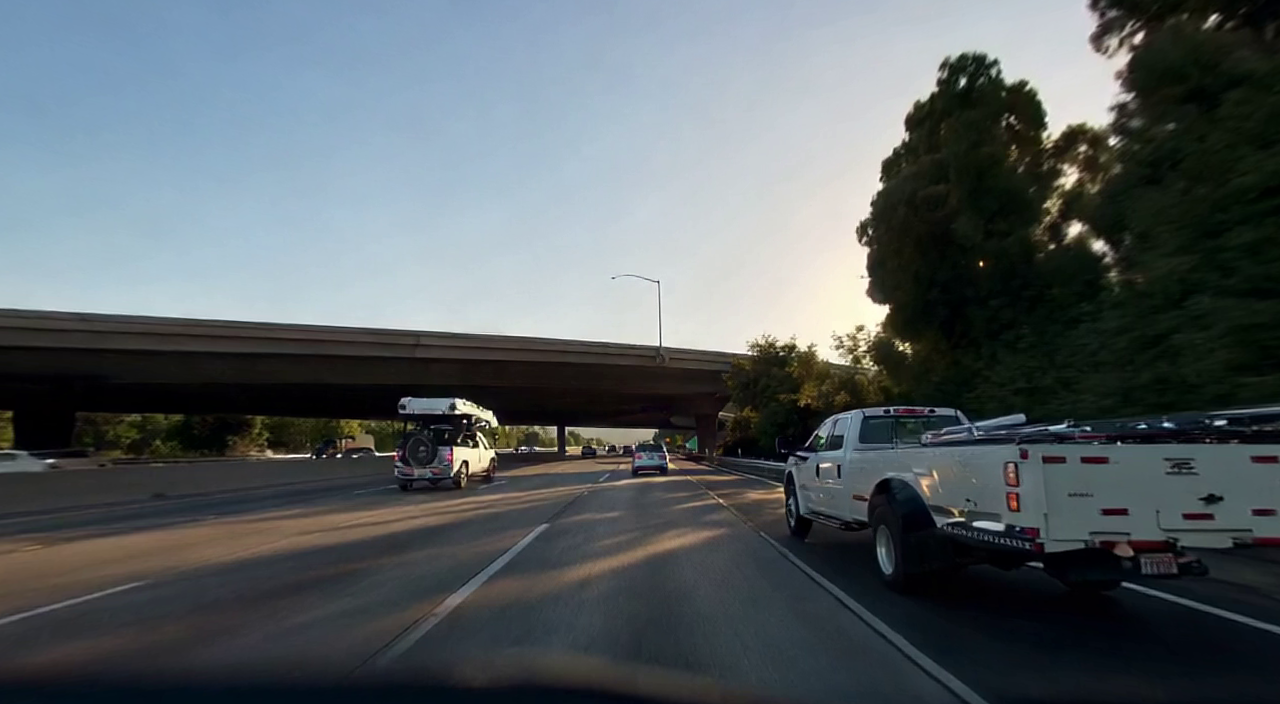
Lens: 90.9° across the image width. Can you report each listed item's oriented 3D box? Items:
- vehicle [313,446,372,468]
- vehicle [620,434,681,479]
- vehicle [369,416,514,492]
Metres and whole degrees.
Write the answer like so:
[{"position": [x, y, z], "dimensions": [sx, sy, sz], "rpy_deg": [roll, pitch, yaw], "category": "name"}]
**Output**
[{"position": [-20.696, 7.306, 44.061], "dimensions": [1.818, 1.433, 4.380], "rpy_deg": [0, -8, 2], "category": "vehicle"}, {"position": [0.409, 4.299, 26.225], "dimensions": [2.336, 1.722, 4.212], "rpy_deg": [0, -8, 1], "category": "vehicle"}, {"position": [-6.661, 3.580, 22.481], "dimensions": [2.827, 2.236, 7.057], "rpy_deg": [0, -8, 1], "category": "vehicle"}]
